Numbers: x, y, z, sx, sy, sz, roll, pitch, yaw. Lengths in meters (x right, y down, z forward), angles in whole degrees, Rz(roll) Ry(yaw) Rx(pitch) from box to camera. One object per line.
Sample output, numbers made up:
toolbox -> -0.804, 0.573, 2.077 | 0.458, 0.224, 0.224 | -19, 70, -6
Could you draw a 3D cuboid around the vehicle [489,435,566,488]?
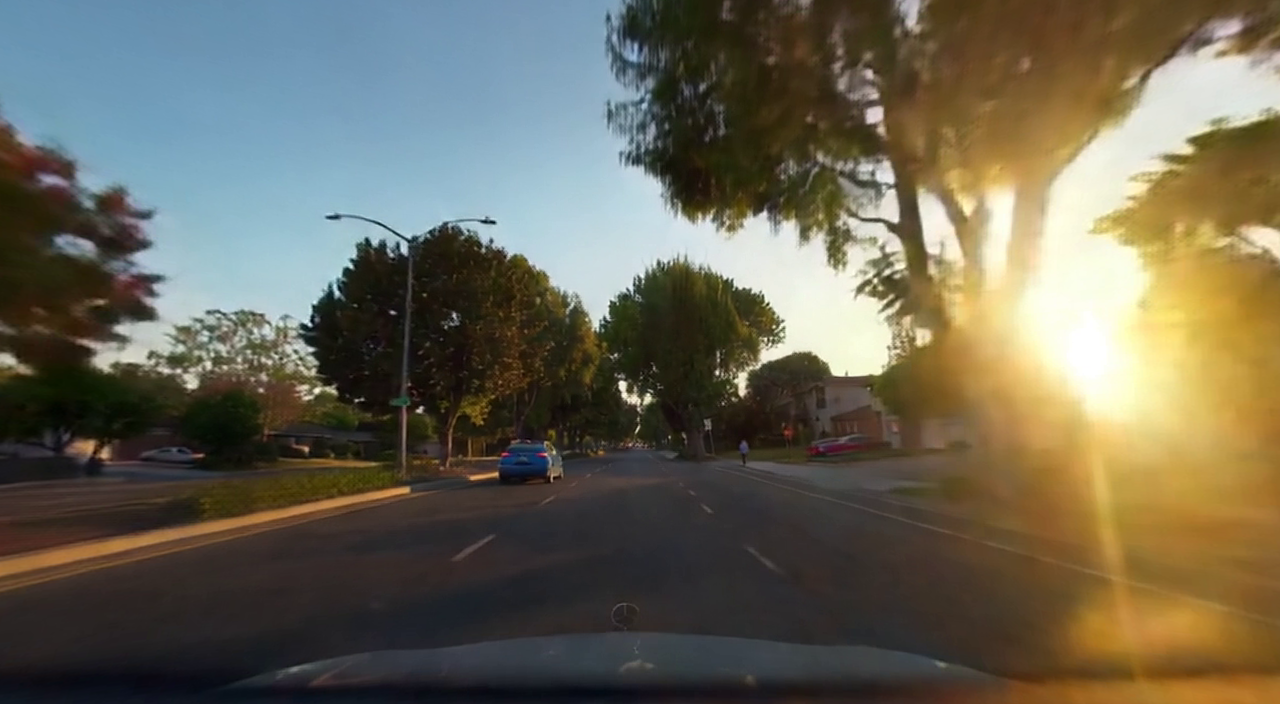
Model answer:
vehicle -> -4.021, 3.979, 23.312 | 1.993, 1.733, 4.262 | 0, -8, 1
